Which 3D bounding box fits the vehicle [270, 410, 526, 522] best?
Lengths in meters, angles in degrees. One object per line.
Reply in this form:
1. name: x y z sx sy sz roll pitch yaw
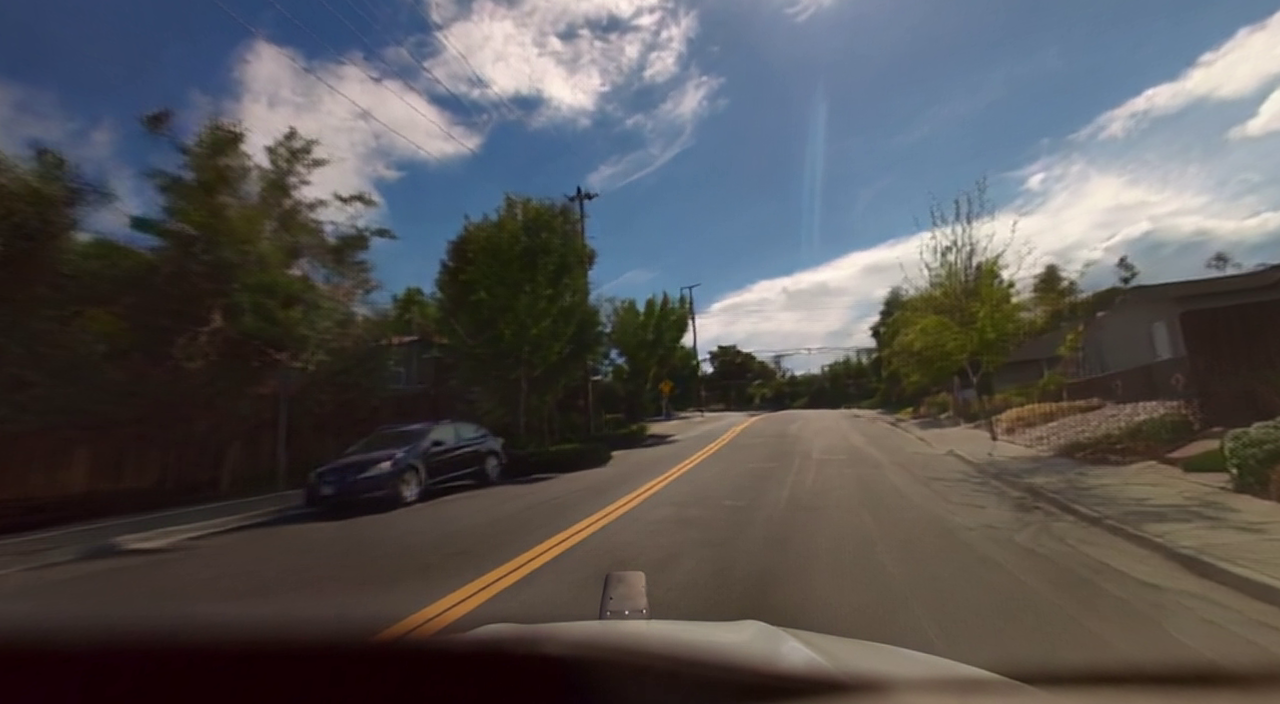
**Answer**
1. vehicle: -4.325 2.032 12.469 2.032 1.595 5.289 -3 -5 14
